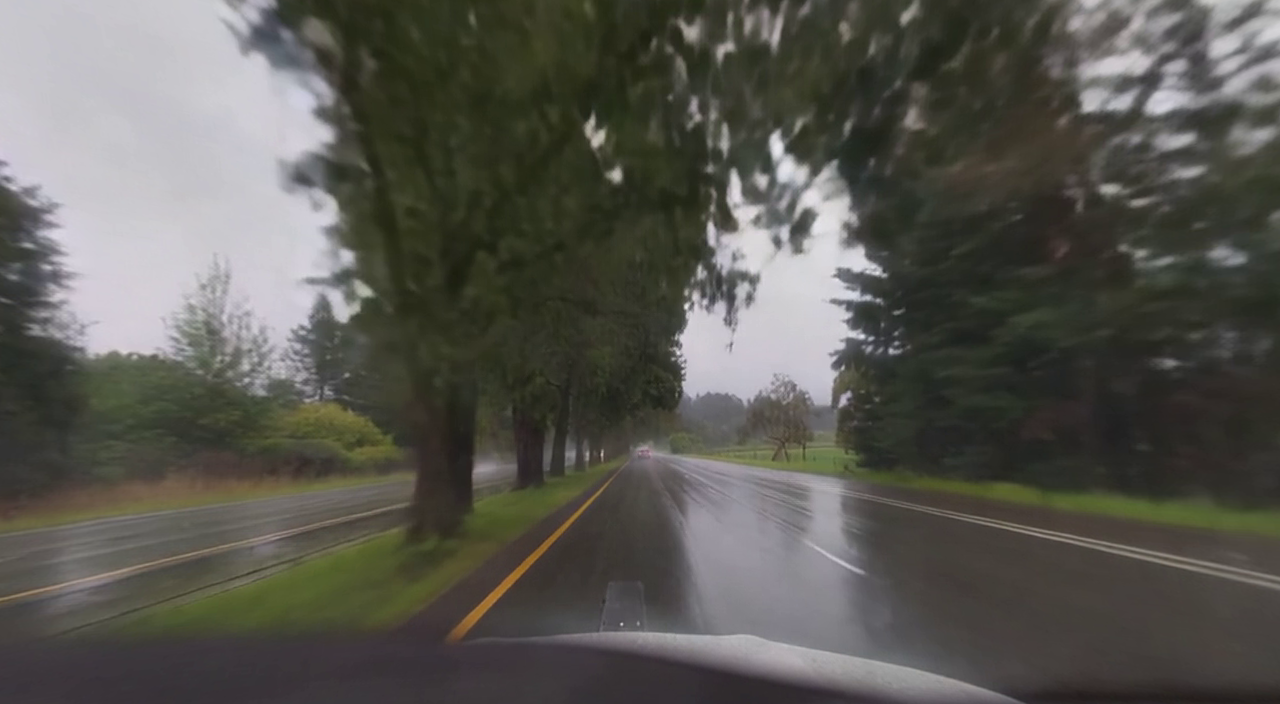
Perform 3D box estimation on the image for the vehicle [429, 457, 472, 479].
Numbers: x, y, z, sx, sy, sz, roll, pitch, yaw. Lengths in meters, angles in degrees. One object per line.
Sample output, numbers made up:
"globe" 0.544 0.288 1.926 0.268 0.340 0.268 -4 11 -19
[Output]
"vehicle" -14.213 8.736 47.613 1.852 1.514 4.446 0 -9 0
